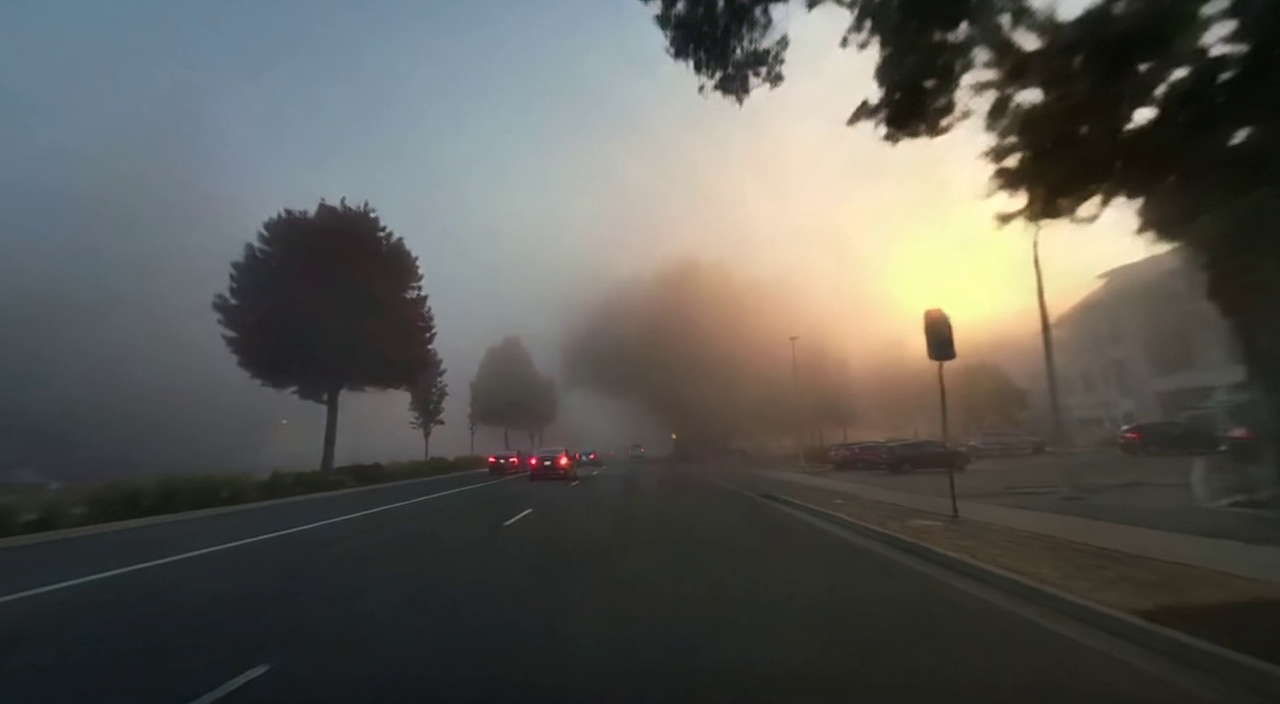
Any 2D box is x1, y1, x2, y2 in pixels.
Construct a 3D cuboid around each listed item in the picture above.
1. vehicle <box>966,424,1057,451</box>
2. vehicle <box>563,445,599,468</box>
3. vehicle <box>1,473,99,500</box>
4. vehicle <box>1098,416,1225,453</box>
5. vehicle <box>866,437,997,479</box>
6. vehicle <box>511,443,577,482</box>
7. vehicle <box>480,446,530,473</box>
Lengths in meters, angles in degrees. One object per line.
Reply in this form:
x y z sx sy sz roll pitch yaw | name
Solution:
25.480 5.894 43.452 4.939 1.818 1.989 1 -8 -1 | vehicle
-3.900 6.958 42.244 1.971 1.414 4.317 0 -8 1 | vehicle
-37.075 8.460 39.781 4.232 1.578 1.759 1 -9 -2 | vehicle
25.121 4.013 30.563 4.154 1.662 2.113 -1 -8 1 | vehicle
12.991 4.740 28.395 4.790 1.439 2.034 -5 -8 1 | vehicle
-3.962 4.636 26.969 2.011 1.483 4.596 0 -8 1 | vehicle
-8.169 6.501 38.596 1.976 1.497 4.709 0 -8 1 | vehicle
